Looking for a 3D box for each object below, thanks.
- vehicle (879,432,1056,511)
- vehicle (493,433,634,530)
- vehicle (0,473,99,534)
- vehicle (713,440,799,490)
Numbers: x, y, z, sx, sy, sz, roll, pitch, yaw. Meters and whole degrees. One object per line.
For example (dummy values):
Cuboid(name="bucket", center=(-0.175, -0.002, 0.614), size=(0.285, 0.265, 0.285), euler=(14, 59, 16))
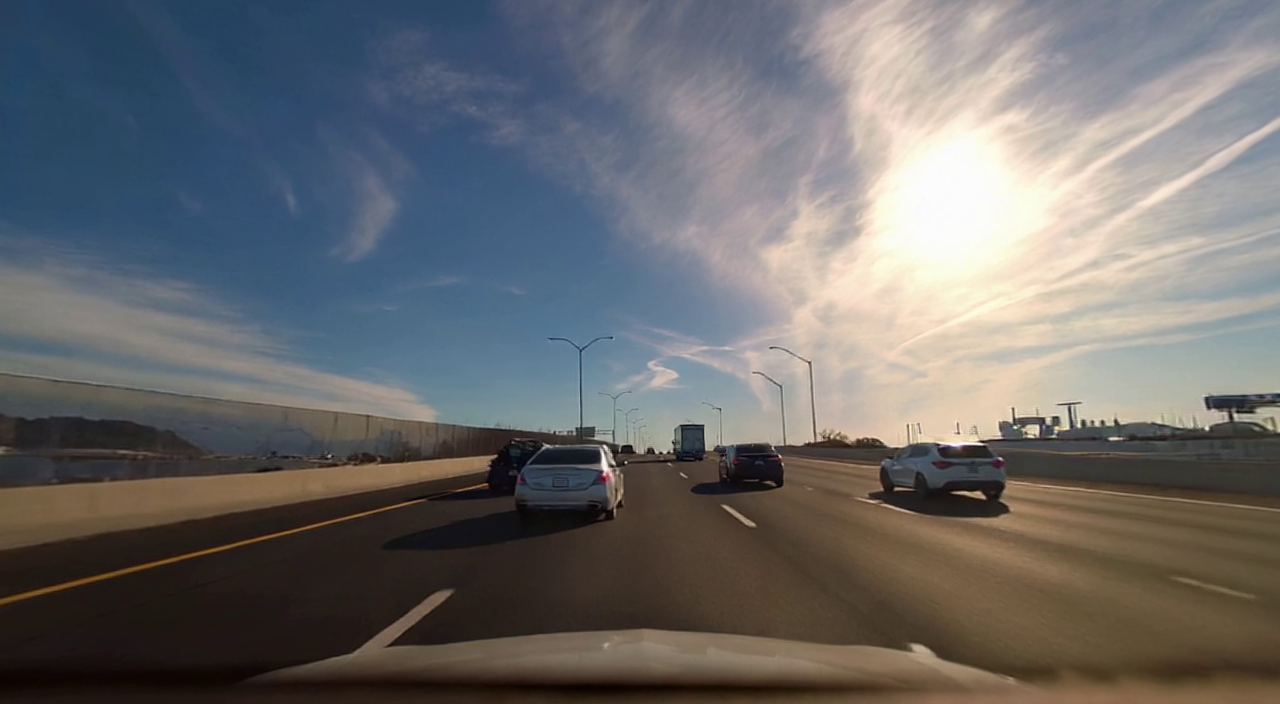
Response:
Cuboid(name="vehicle", center=(7.169, 2.631, 14.367), size=(1.860, 1.520, 3.961), euler=(0, -8, -1))
Cuboid(name="vehicle", center=(-1.272, 2.459, 12.739), size=(2.067, 1.555, 4.851), euler=(-1, -8, 2))
Cuboid(name="vehicle", center=(-34.865, 8.559, 36.137), size=(2.328, 2.809, 6.655), euler=(1, -8, -7))
Cuboid(name="vehicle", center=(3.711, 3.670, 20.984), size=(1.942, 1.453, 4.329), euler=(0, -8, -1))
